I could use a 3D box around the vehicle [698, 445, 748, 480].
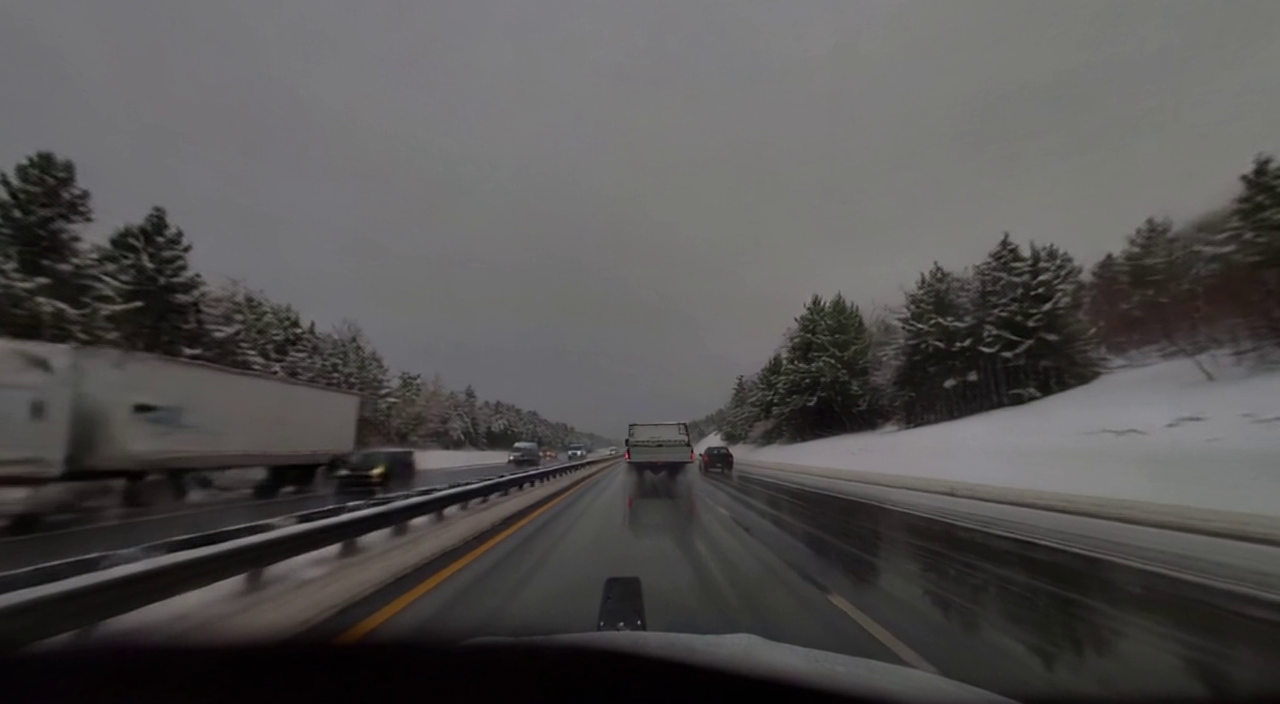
[{"bbox_3d":[3.657,4.955,28.463,1.654,1.441,4.066,0,-9,-1],"label":"vehicle"}]

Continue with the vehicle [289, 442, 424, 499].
[{"bbox_3d":[-8.860,3.730,20.272,2.051,1.586,4.739,0,-9,1],"label":"vehicle"}]

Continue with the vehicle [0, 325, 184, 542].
[{"bbox_3d":[-13.288,1.729,13.081,3.018,3.955,5.802,0,-9,0],"label":"vehicle"}]

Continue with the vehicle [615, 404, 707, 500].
[{"bbox_3d":[0.454,3.043,19.334,2.423,2.517,5.055,0,-9,-2],"label":"vehicle"}]
